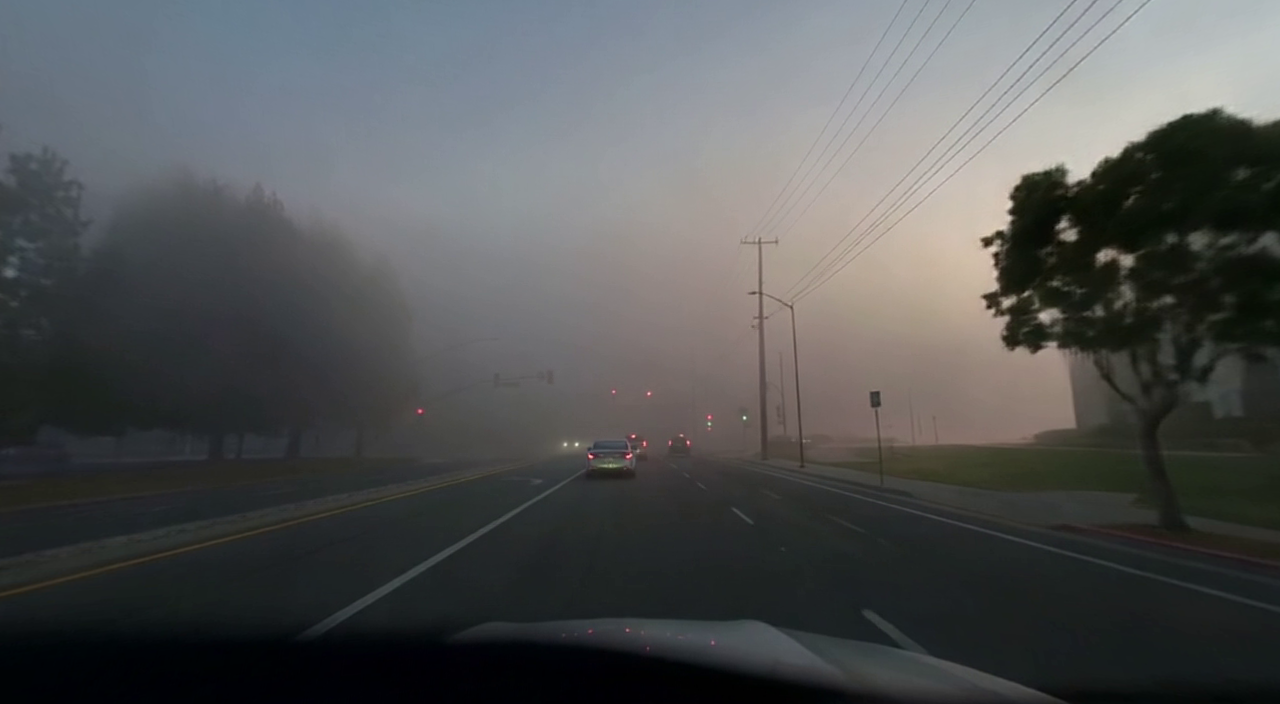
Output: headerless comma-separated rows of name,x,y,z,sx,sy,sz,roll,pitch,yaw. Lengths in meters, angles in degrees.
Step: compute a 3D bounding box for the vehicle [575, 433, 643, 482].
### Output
vehicle,-0.960,3.497,21.187,2.075,1.470,3.962,0,-8,0
